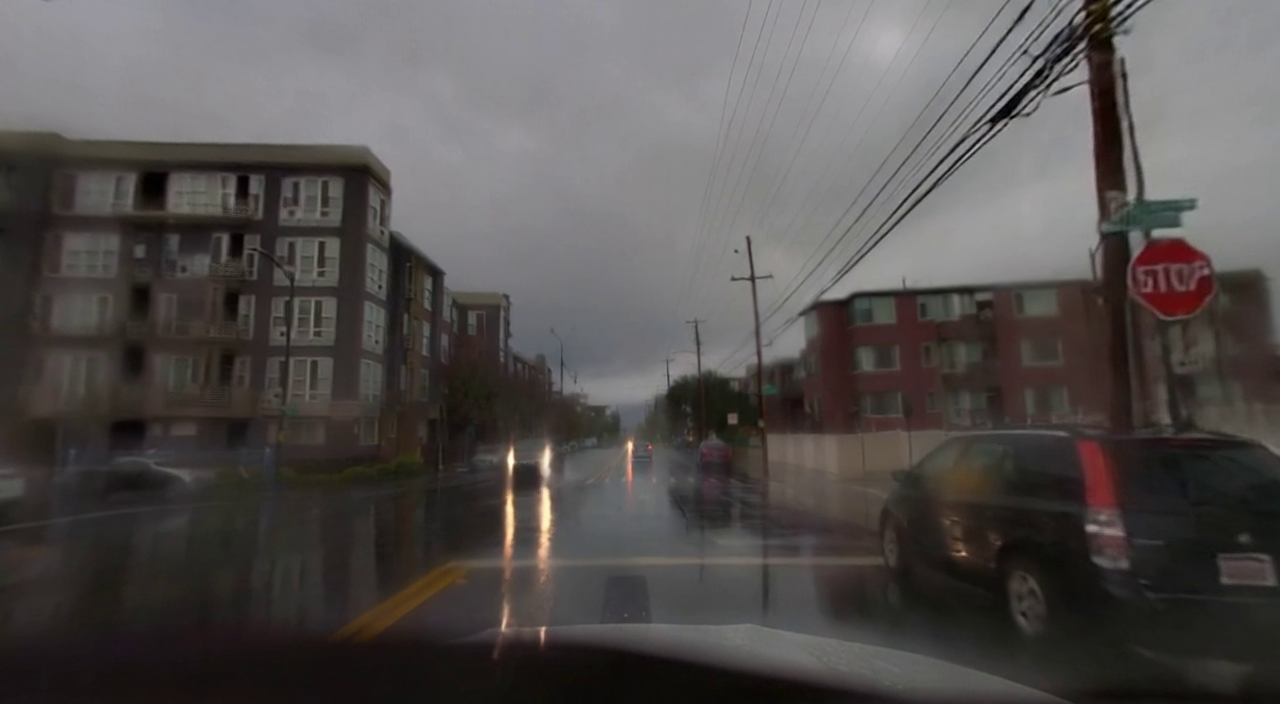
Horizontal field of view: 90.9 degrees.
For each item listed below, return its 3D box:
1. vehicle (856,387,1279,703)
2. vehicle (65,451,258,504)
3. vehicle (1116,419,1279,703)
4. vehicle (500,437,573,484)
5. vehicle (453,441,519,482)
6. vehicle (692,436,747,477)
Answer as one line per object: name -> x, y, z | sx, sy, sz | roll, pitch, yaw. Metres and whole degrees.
vehicle -> 3.555, 1.345, 5.328 | 1.994, 1.697, 4.274 | 0, -9, 1
vehicle -> -17.254, 4.522, 22.940 | 5.354, 1.773, 1.991 | 0, -9, 0
vehicle -> 3.373, 0.769, 0.797 | 1.888, 1.495, 4.567 | 0, -9, -1
vehicle -> -4.295, 4.574, 26.893 | 2.201, 1.801, 4.750 | 0, -9, 1
vehicle -> -7.620, 5.450, 31.630 | 2.140, 1.874, 4.475 | 0, -9, 0
vehicle -> 3.811, 5.138, 31.148 | 2.164, 1.721, 4.416 | -4, -9, 1
